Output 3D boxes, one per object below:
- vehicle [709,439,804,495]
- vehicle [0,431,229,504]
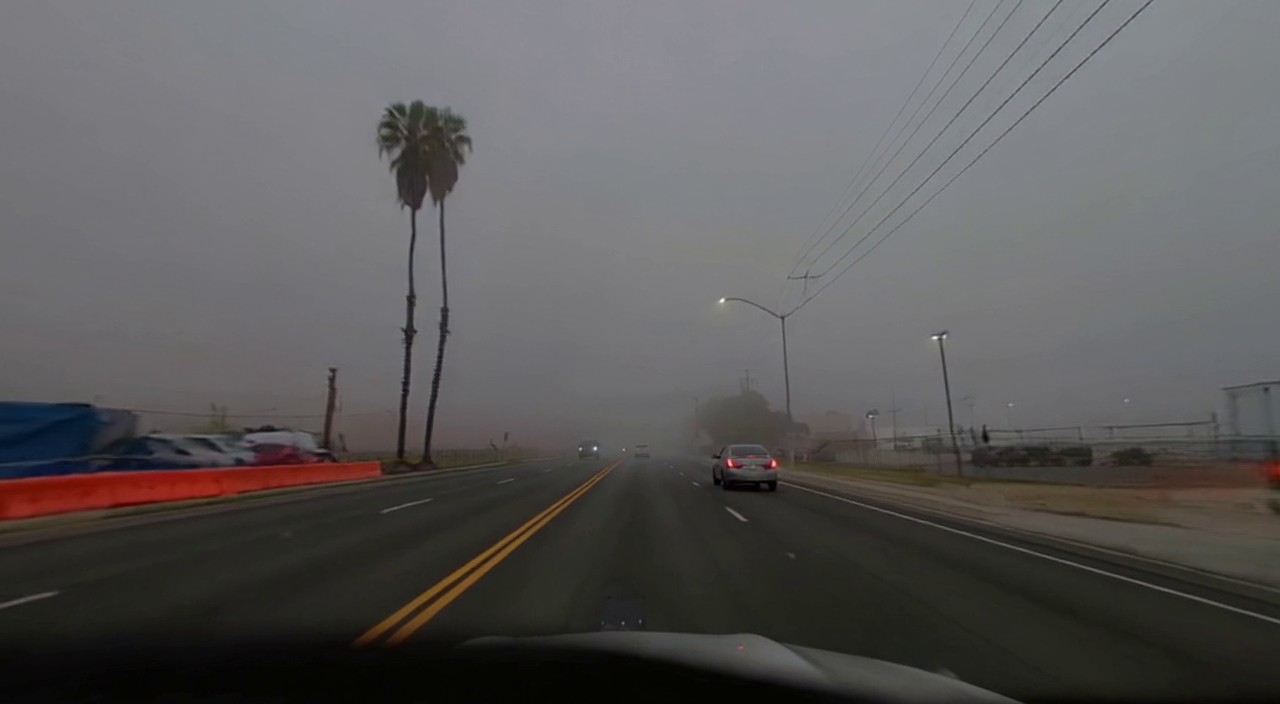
[{"bbox_3d":[3.550,3.590,20.105,2.148,1.562,4.642,0,-8,0],"label":"vehicle"},{"bbox_3d":[-18.221,3.754,20.939,6.969,2.132,2.716,8,-12,-44],"label":"vehicle"}]
